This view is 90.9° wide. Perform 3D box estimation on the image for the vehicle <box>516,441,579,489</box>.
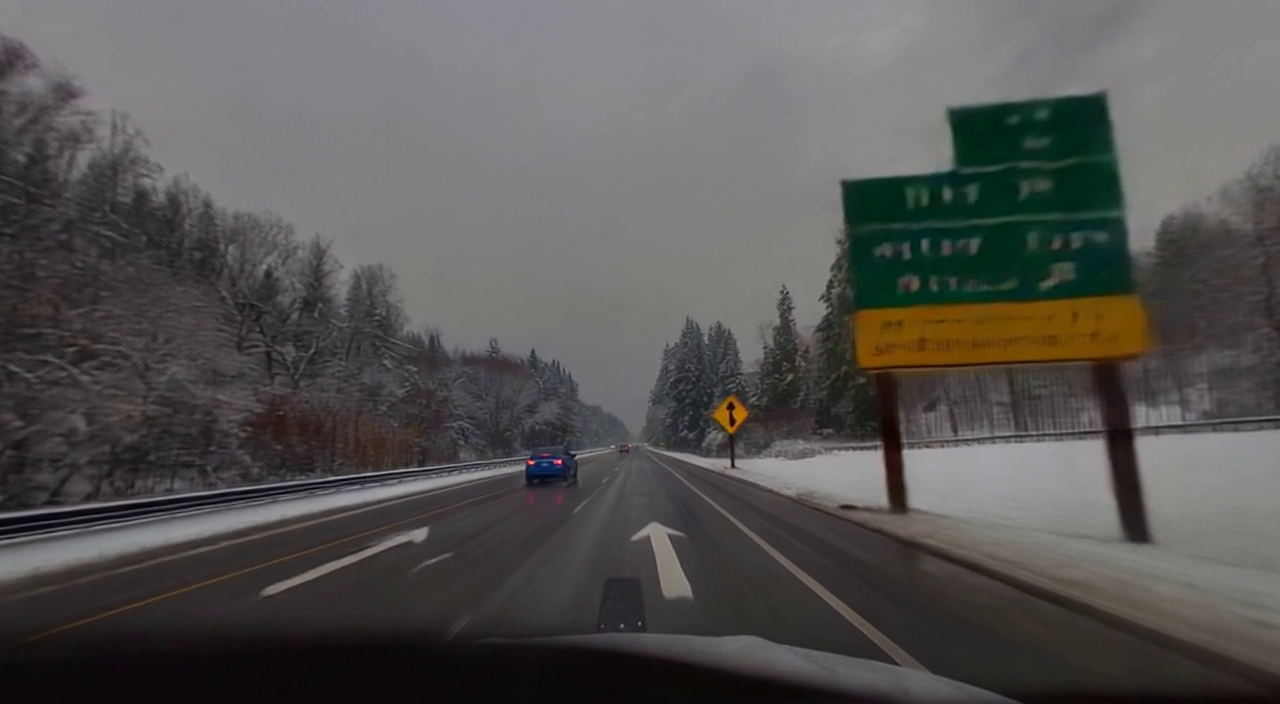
[{"bbox_3d":[-3.204,3.977,22.461,1.675,1.537,3.574,-1,-9,1],"label":"vehicle"}]
